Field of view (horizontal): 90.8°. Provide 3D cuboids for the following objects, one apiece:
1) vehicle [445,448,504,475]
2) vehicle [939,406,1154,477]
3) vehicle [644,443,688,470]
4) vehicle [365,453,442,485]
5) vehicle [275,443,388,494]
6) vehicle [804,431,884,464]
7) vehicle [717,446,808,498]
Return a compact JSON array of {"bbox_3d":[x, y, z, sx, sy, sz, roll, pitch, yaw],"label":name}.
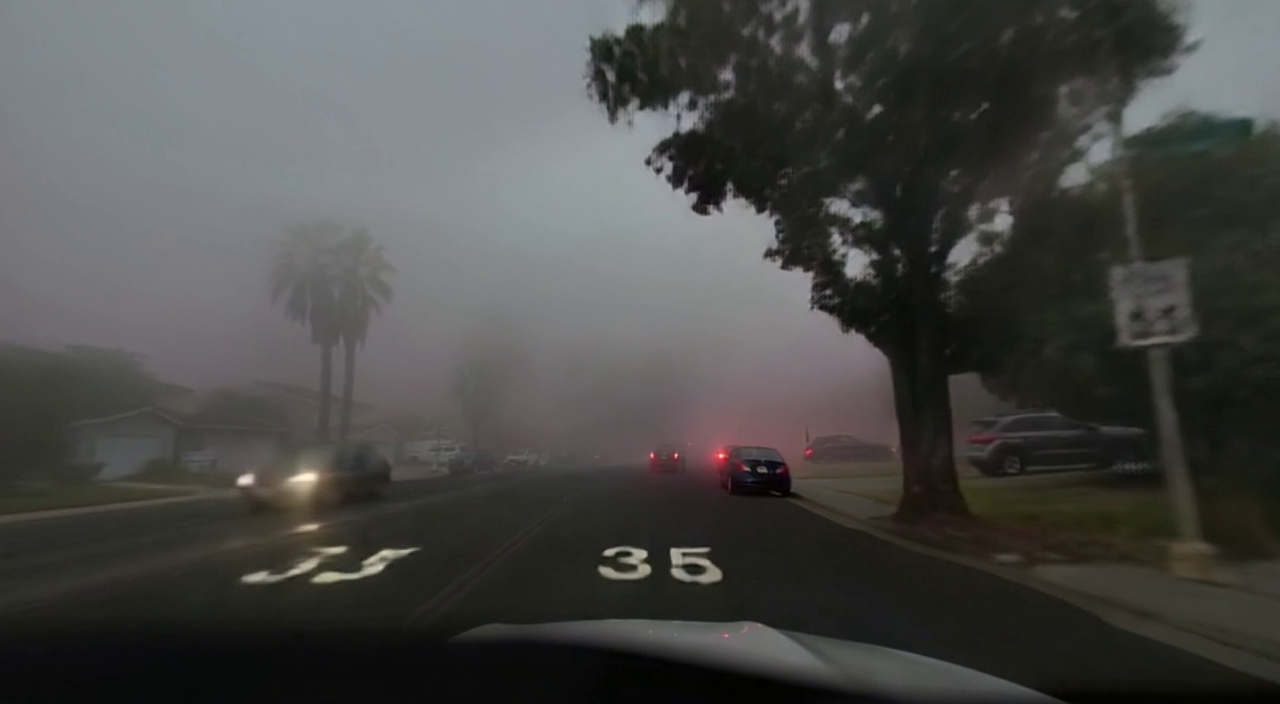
[{"bbox_3d":[-11.231,7.461,43.240,1.967,1.736,4.730,-2,-9,11],"label":"vehicle"},{"bbox_3d":[13.087,2.979,20.861,5.550,2.066,2.288,-5,-10,29],"label":"vehicle"},{"bbox_3d":[1.640,6.281,38.143,2.035,1.474,4.284,-2,-9,11],"label":"vehicle"},{"bbox_3d":[-12.540,6.190,33.793,1.866,1.501,4.681,-1,-9,7],"label":"vehicle"},{"bbox_3d":[-13.194,5.008,27.475,2.131,1.902,4.924,-3,-9,5],"label":"vehicle"},{"bbox_3d":[12.832,6.081,40.001,4.557,1.795,1.986,-5,-10,16],"label":"vehicle"},{"bbox_3d":[3.662,3.661,19.766,2.037,1.425,4.621,0,-9,1],"label":"vehicle"}]
